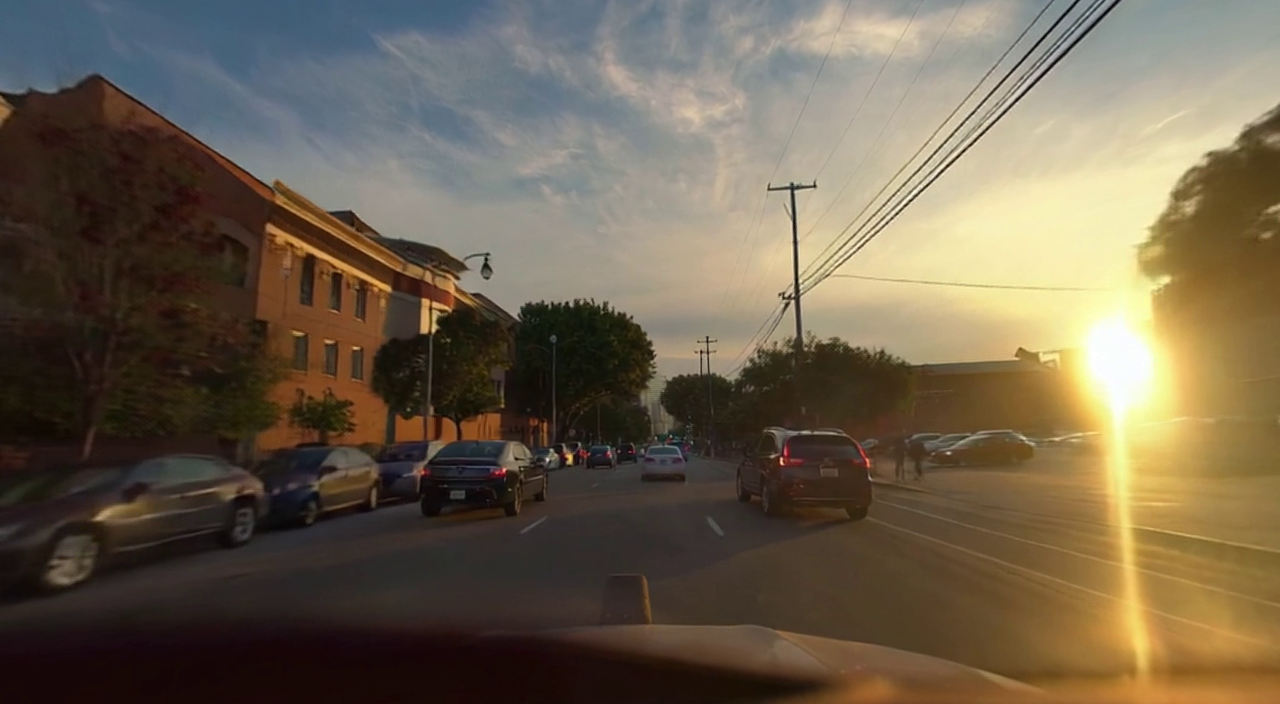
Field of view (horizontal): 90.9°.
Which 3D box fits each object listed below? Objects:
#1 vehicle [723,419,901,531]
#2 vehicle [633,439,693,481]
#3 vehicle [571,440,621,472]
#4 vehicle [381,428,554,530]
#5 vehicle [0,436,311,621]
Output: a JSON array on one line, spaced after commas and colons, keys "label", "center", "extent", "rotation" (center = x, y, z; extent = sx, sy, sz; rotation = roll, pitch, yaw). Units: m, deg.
[{"label": "vehicle", "center": [2.946, 2.224, 12.001], "extent": [2.094, 1.709, 4.394], "rotation": [0, -8, -1]}, {"label": "vehicle", "center": [0.882, 4.172, 24.718], "extent": [2.139, 1.466, 4.373], "rotation": [-1, -8, 1]}, {"label": "vehicle", "center": [-2.184, 5.323, 32.536], "extent": [2.019, 1.507, 4.643], "rotation": [-1, -8, 2]}, {"label": "vehicle", "center": [-3.058, 2.337, 12.202], "extent": [2.085, 1.619, 3.976], "rotation": [-1, -8, 2]}, {"label": "vehicle", "center": [-6.049, 1.773, 7.389], "extent": [1.863, 1.506, 4.265], "rotation": [-1, -8, 3]}]
